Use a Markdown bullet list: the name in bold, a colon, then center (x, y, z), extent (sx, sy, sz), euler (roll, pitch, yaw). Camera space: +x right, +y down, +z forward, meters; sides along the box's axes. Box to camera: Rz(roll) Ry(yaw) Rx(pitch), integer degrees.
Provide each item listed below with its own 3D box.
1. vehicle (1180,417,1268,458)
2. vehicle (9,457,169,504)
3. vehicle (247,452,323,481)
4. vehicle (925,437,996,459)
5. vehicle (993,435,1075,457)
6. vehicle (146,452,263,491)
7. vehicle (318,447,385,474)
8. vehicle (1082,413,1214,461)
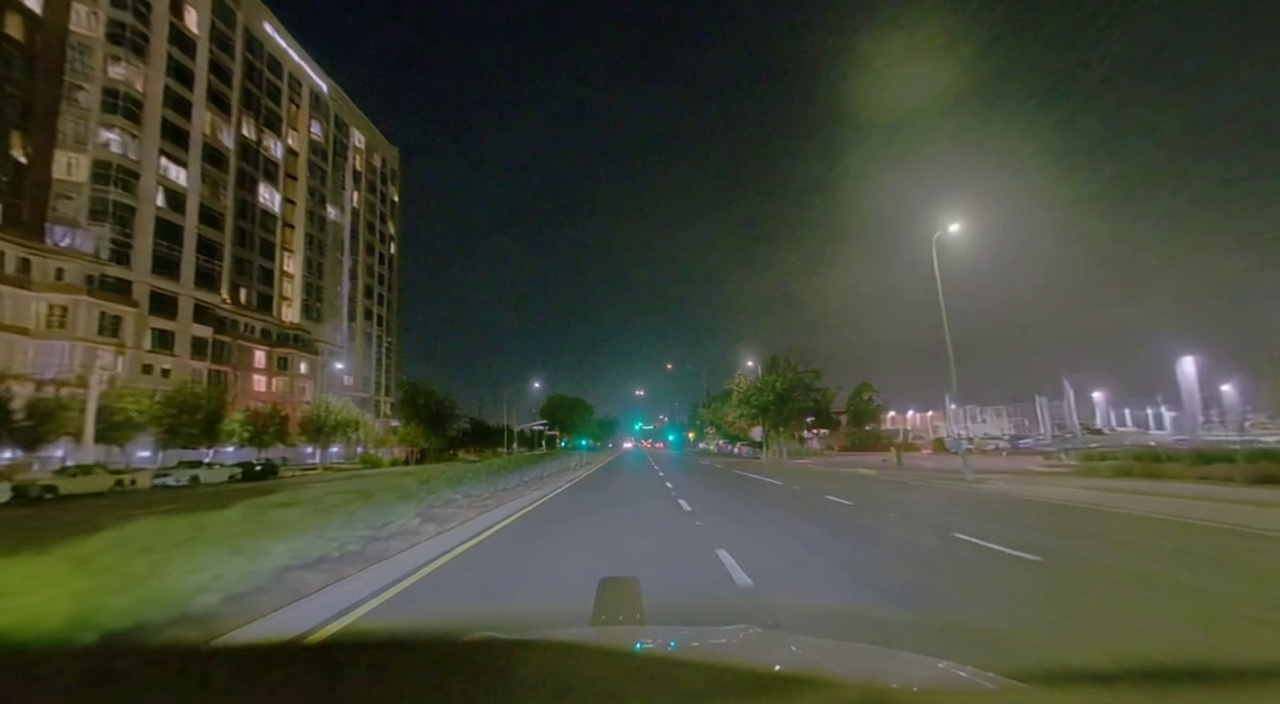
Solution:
- **vehicle**: center (36.855, 5.427, 39.922), extent (3.698, 2.517, 2.072), euler (2, -9, -12)
- **vehicle**: center (-20.260, 4.704, 23.560), extent (1.798, 1.487, 4.486), euler (0, -8, 2)
- **vehicle**: center (-19.773, 6.368, 35.399), extent (1.959, 1.459, 4.150), euler (0, -8, -2)
- **vehicle**: center (23.994, 7.213, 47.322), extent (4.549, 1.565, 1.831), euler (2, -9, -13)
- **vehicle**: center (30.351, 7.237, 48.710), extent (5.245, 1.609, 2.167), euler (2, -9, -13)
- **vehicle**: center (-19.717, 5.441, 28.922), extent (1.920, 1.561, 4.654), euler (-2, -10, 2)
- **vehicle**: center (-20.352, 7.645, 44.830), extent (2.012, 1.636, 4.997), euler (-3, -8, 7)
- **vehicle**: center (31.074, 5.251, 38.723), extent (6.797, 2.774, 2.304), euler (2, -9, -12)
